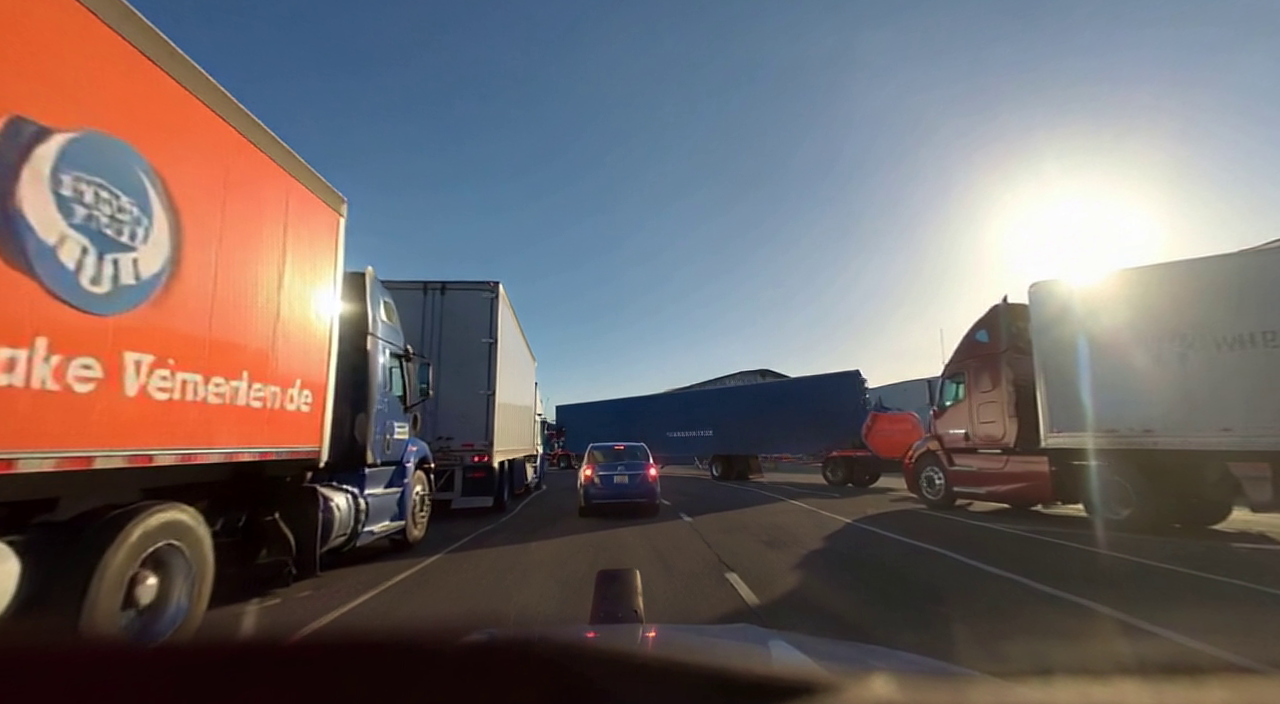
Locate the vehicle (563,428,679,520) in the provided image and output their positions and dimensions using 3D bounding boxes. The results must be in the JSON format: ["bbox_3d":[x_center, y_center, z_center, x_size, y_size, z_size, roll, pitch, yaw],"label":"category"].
[{"bbox_3d":[-0.369,2.566,13.628,2.140,1.682,3.971,0,-9,0],"label":"vehicle"}]

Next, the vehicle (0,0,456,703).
[{"bbox_3d":[-3.986,0.362,4.048,2.986,3.391,9.523,0,-9,-2],"label":"vehicle"}]

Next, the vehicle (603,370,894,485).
[{"bbox_3d":[3.924,3.565,28.968,2.877,4.124,14.516,3,-8,-41],"label":"vehicle"}]

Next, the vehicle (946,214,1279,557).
[{"bbox_3d":[11.148,0.181,6.686,13.564,4.152,3.110,-9,-12,42],"label":"vehicle"}]
